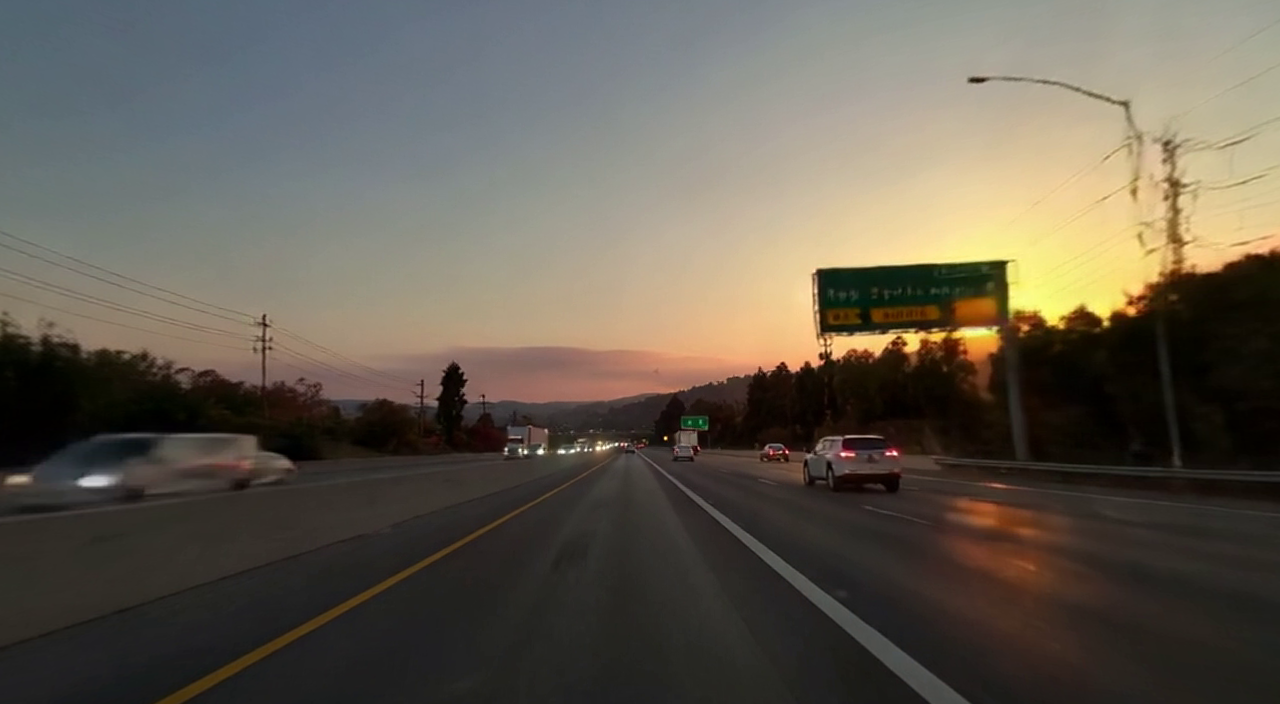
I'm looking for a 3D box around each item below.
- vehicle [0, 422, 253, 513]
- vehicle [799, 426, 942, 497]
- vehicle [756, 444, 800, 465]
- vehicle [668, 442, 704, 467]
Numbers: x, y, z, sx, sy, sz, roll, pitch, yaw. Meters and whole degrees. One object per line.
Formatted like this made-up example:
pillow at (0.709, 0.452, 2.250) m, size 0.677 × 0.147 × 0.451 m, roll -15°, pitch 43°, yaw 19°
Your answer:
vehicle at (-11.960, 2.641, 14.953) m, size 2.180 × 1.736 × 5.401 m, roll 0°, pitch -9°, yaw 0°
vehicle at (6.746, 3.284, 19.322) m, size 2.244 × 1.858 × 5.414 m, roll 0°, pitch -9°, yaw -1°
vehicle at (10.341, 7.730, 47.734) m, size 1.987 × 1.502 × 5.130 m, roll 0°, pitch -9°, yaw -2°
vehicle at (3.107, 7.056, 43.613) m, size 2.018 × 1.600 × 4.121 m, roll 0°, pitch -9°, yaw -2°
